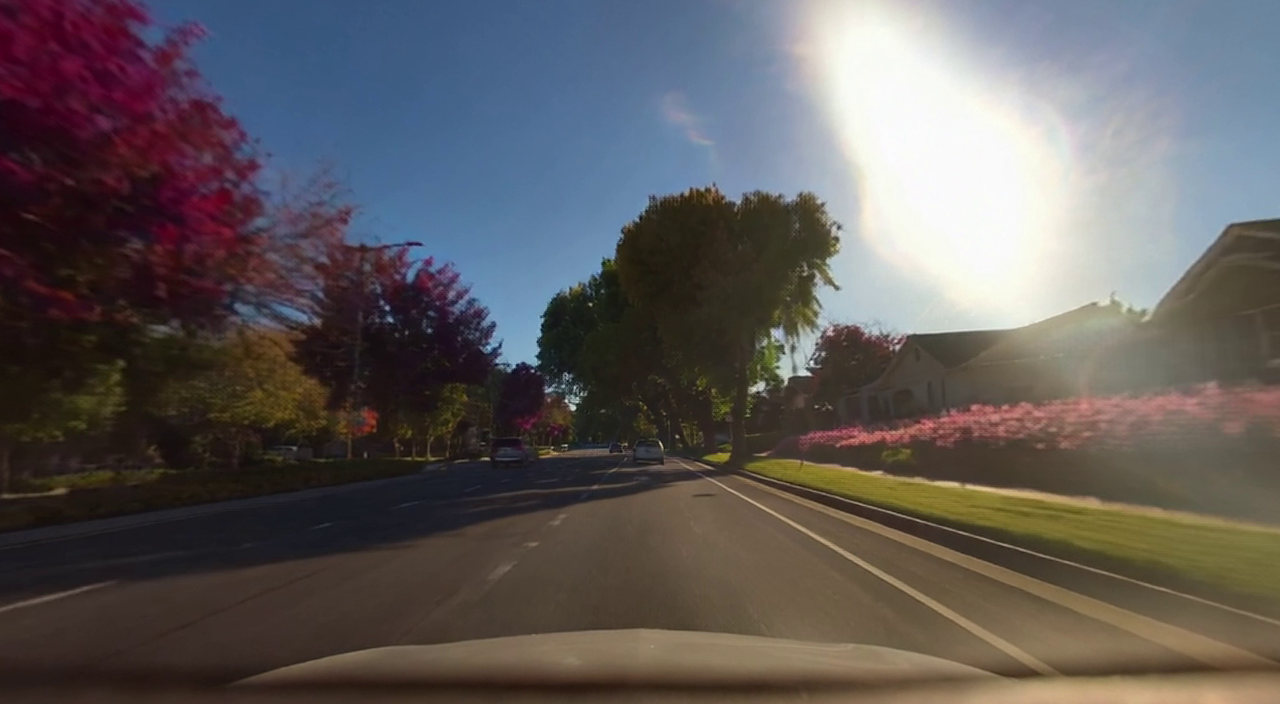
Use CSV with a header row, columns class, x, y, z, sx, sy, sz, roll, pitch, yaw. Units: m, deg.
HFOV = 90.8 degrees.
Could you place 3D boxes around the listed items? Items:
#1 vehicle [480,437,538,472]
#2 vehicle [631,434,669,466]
class,x,y,z,sx,sy,sz,roll,pitch,yaw
vehicle,-6.679,5.266,32.714,1.993,1.657,4.487,-1,-8,1
vehicle,0.579,5.785,37.336,2.070,1.764,4.552,0,-8,0
